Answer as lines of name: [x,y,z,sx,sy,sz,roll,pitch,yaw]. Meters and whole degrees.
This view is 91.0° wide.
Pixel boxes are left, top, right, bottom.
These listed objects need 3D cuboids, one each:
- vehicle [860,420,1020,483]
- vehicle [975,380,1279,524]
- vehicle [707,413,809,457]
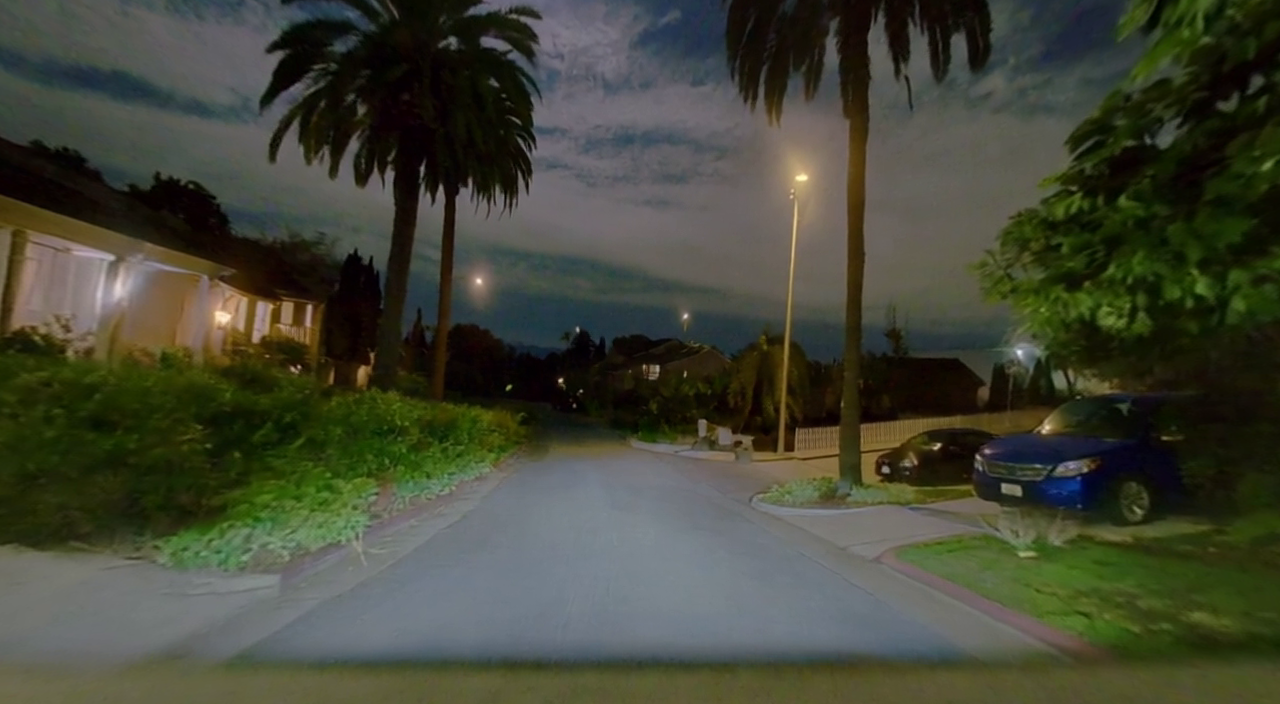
vehicle: [10.174,3.360,21.452,4.443,1.948,2.230,2,-10,-17]
vehicle: [9.946,1.879,11.762,6.615,2.137,2.578,4,-9,-19]
vehicle: [6.935,4.897,36.668,5.663,1.913,2.170,10,-14,-26]
